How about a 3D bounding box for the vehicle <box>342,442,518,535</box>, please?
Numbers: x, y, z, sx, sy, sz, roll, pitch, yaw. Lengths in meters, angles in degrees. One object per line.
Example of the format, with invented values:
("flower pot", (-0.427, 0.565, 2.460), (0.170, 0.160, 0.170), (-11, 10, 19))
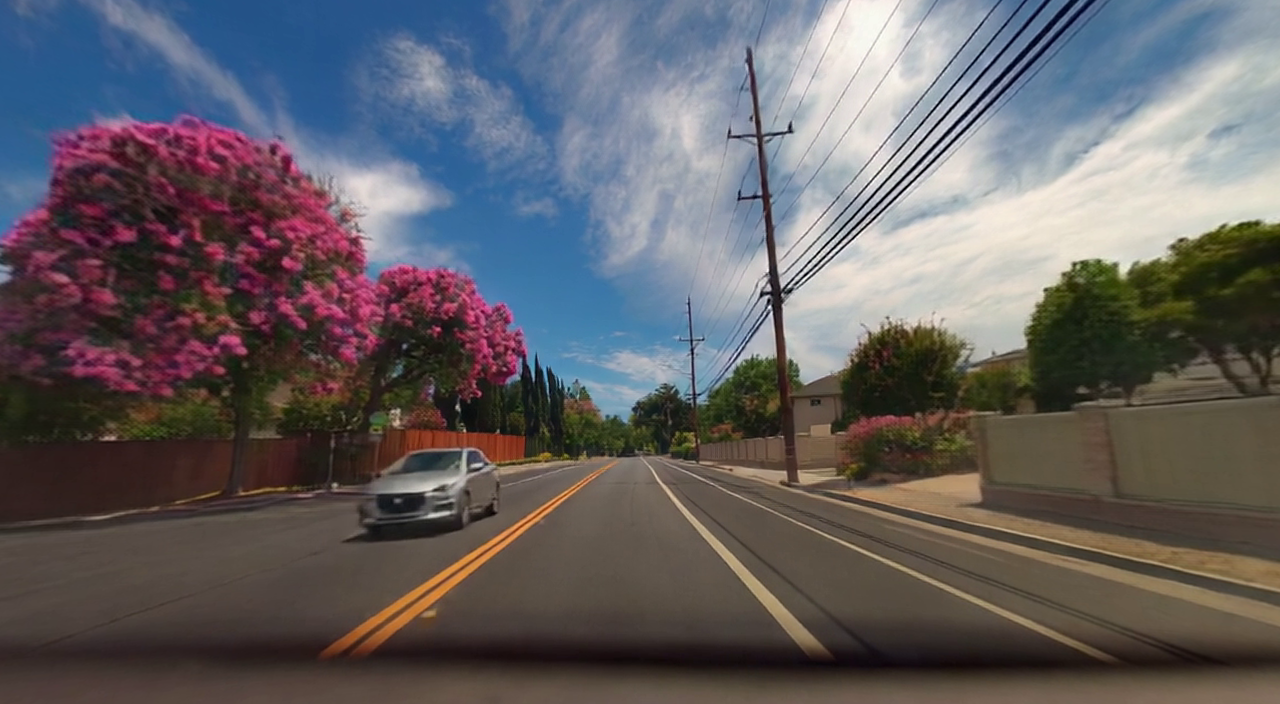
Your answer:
("vehicle", (-3.882, 2.582, 12.589), (2.074, 1.511, 4.126), (0, -9, 0))
